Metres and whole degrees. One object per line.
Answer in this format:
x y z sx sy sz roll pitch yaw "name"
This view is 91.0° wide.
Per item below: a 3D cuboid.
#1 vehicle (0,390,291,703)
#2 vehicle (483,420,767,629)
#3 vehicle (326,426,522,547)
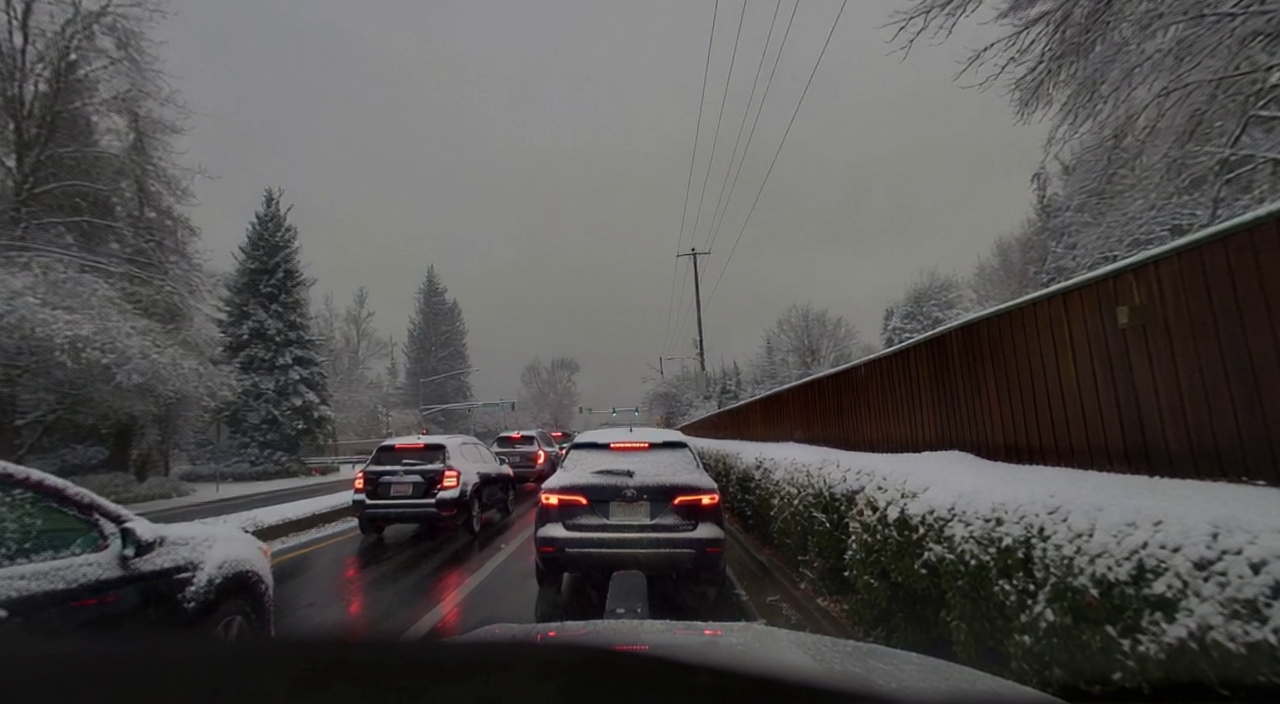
-3.188 0.812 1.577 1.980 1.520 4.636 0 -8 0 "vehicle"
-0.135 1.506 6.441 1.995 1.460 3.865 0 -8 -1 "vehicle"
-3.222 2.062 10.256 1.850 1.582 3.688 0 -8 0 "vehicle"
